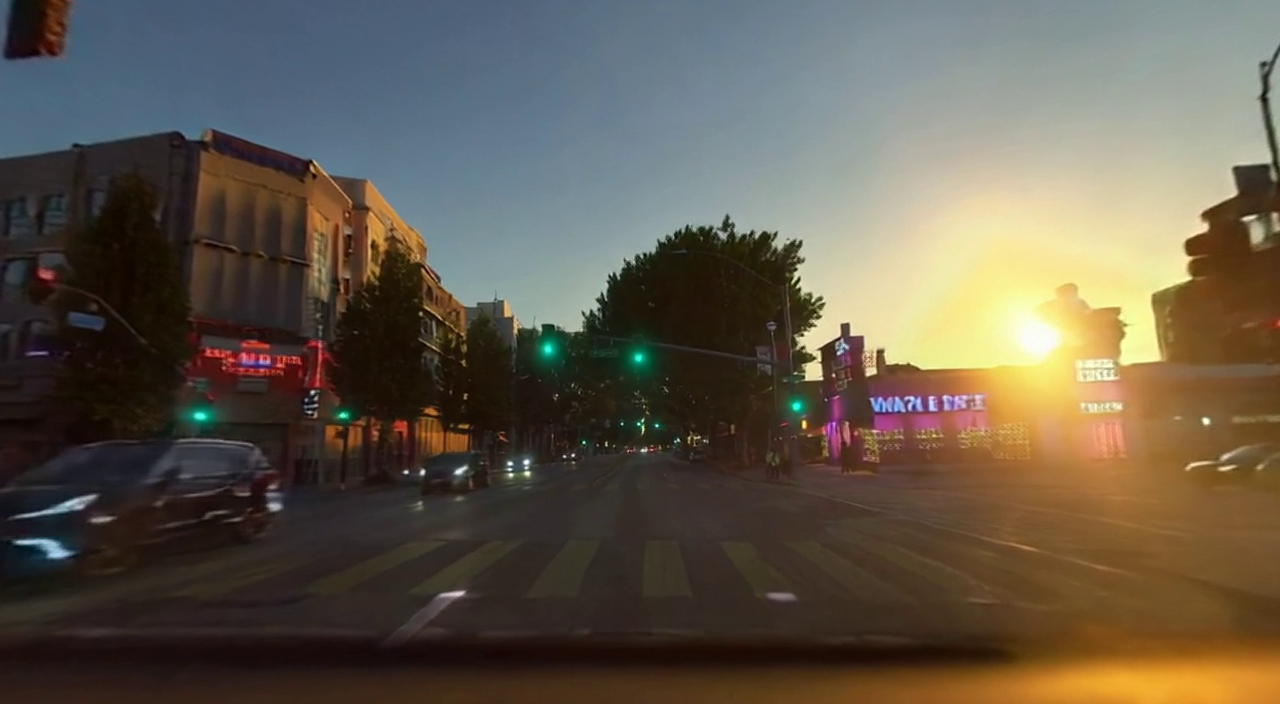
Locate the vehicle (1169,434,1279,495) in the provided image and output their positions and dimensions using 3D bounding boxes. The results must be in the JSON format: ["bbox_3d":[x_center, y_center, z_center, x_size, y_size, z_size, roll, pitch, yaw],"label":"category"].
[{"bbox_3d":[16.933,2.903,16.446,4.525,1.471,1.889,0,-9,0],"label":"vehicle"}]

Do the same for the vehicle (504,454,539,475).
[{"bbox_3d":[-9.190,8.708,49.033,1.913,1.457,4.048,0,-8,1],"label":"vehicle"}]

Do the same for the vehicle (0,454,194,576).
[{"bbox_3d":[-9.378,2.370,9.685,2.071,1.534,4.025,0,-8,0],"label":"vehicle"}]

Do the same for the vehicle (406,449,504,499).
[{"bbox_3d":[-6.154,4.090,21.542,2.007,1.478,4.328,0,-8,1],"label":"vehicle"}]
